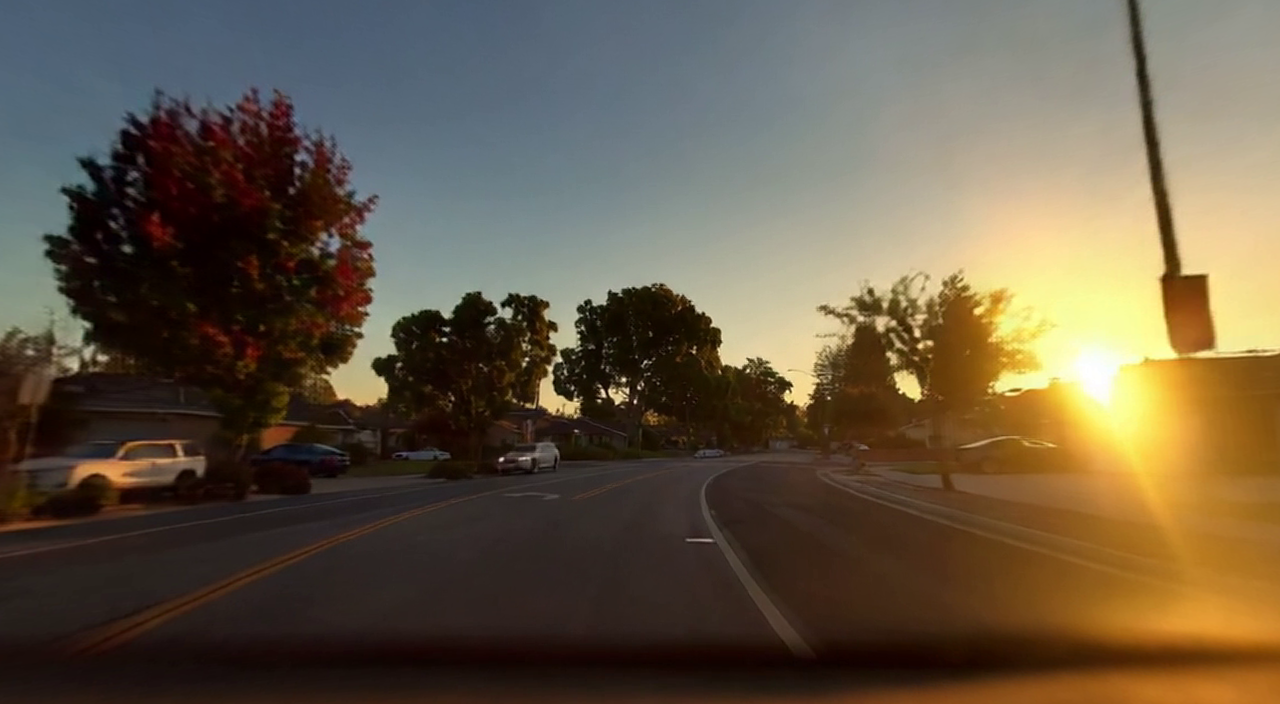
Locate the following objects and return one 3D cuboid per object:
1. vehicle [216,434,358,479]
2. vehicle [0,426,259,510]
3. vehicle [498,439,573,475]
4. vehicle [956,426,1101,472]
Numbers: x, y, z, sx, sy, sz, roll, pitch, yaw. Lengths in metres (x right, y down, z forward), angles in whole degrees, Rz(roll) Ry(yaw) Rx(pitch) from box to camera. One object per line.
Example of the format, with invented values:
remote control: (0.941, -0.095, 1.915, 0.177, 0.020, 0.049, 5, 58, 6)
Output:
vehicle: (-17.168, 5.126, 30.788, 6.010, 1.935, 2.255, -4, -10, 14)
vehicle: (-14.671, 3.255, 18.388, 2.418, 1.969, 6.615, -1, -9, 7)
vehicle: (-5.909, 6.060, 36.677, 2.272, 1.920, 5.737, -2, -9, 12)
vehicle: (17.531, 4.470, 28.869, 5.073, 1.729, 2.161, -6, -11, 16)
